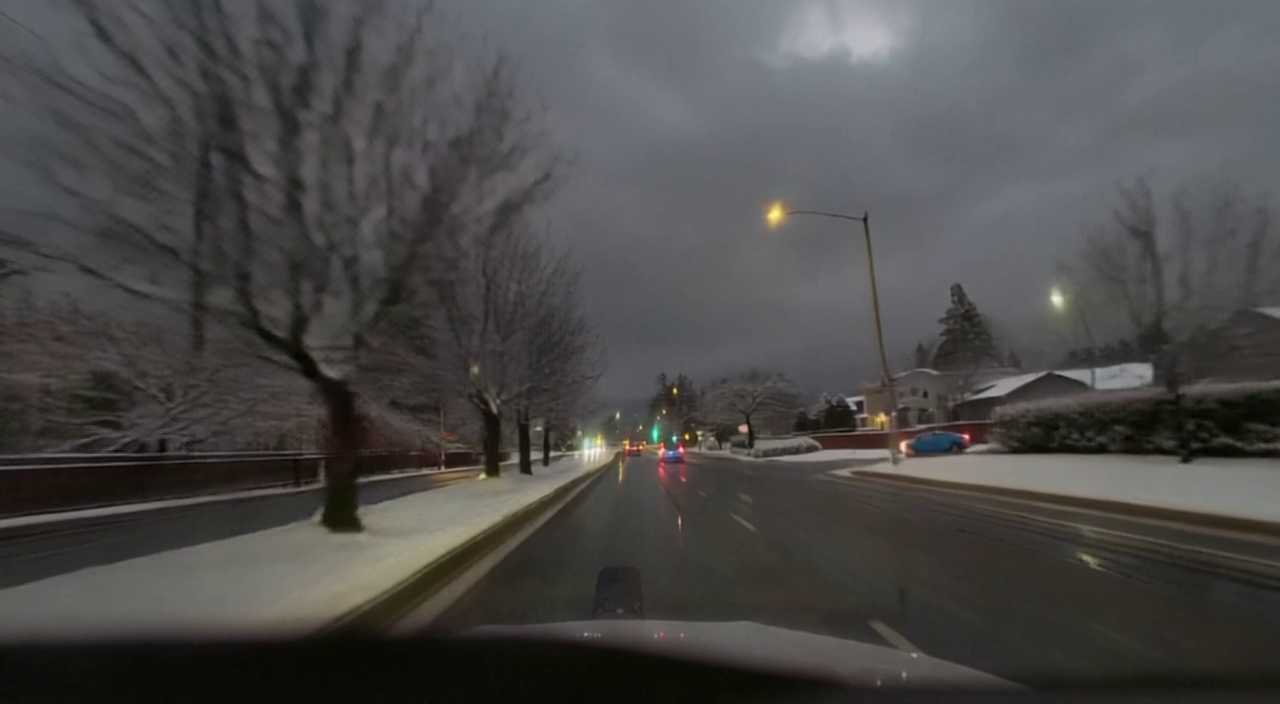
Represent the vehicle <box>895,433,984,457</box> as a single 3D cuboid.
[{"bbox_3d":[18.782,5.870,39.769,4.536,1.453,2.128,0,-9,-2],"label":"vehicle"}]
